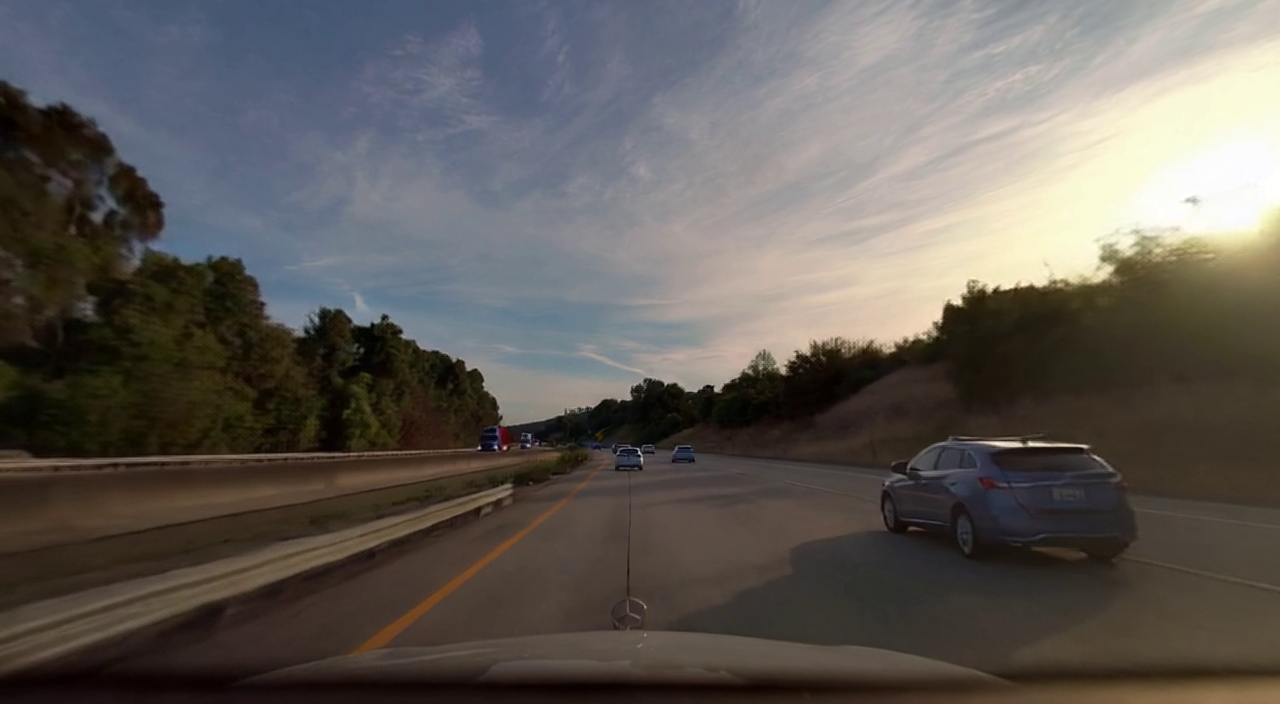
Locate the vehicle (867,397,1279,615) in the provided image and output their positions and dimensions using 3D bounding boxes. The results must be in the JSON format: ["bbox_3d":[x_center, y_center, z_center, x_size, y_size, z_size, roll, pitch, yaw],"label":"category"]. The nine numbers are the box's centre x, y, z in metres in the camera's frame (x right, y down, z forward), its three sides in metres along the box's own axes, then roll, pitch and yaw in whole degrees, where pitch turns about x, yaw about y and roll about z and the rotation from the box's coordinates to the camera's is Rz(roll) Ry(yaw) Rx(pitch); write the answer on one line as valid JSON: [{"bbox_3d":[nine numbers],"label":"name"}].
[{"bbox_3d":[4.190,1.458,6.746,2.013,1.623,3.916,0,-9,0],"label":"vehicle"}]

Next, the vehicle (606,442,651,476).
[{"bbox_3d":[-0.579,5.183,30.622,2.050,1.534,3.771,0,-9,-2],"label":"vehicle"}]

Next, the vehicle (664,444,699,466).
[{"bbox_3d":[2.970,7.526,46.059,2.008,1.504,4.291,1,-9,-4],"label":"vehicle"}]
